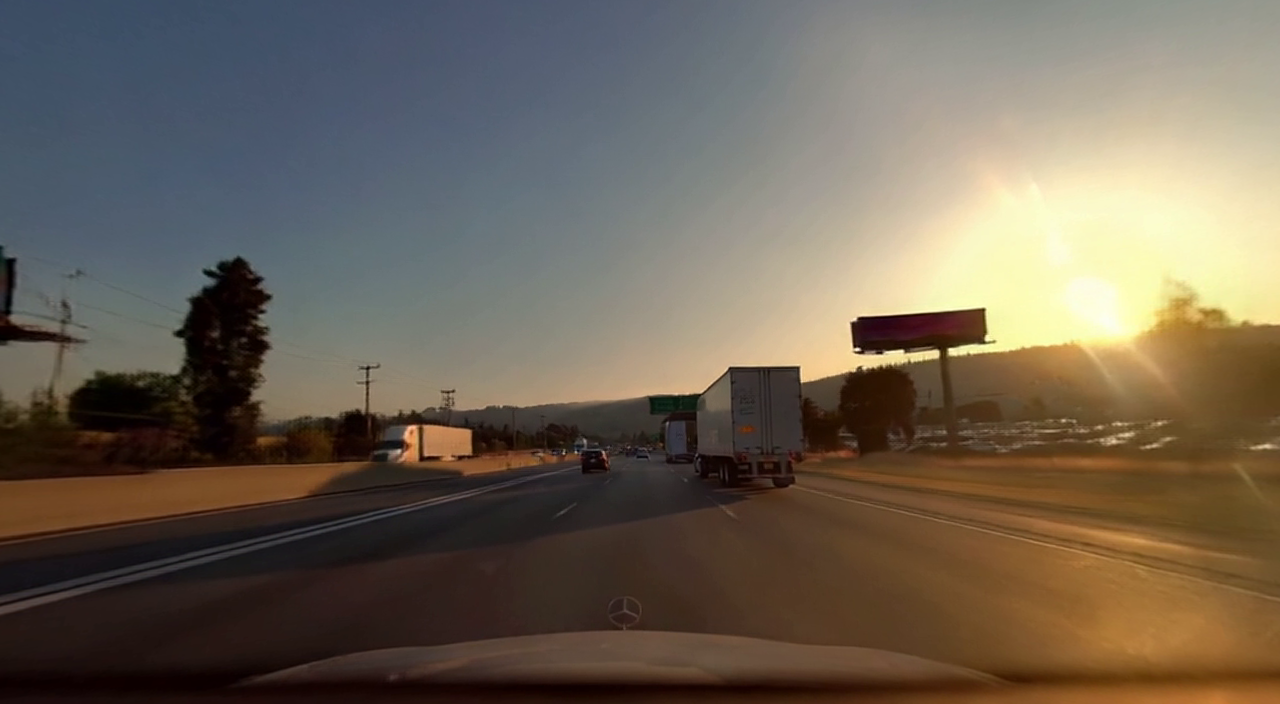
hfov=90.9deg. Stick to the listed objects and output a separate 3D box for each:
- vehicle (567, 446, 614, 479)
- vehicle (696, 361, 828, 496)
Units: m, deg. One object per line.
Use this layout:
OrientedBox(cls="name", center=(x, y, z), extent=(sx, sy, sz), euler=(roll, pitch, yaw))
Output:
OrientedBox(cls="vehicle", center=(-2.862, 6.494, 37.403), extent=(2.291, 1.788, 4.825), euler=(0, -9, 1))
OrientedBox(cls="vehicle", center=(4.473, 3.491, 27.072), extent=(2.826, 4.269, 14.176), euler=(0, -9, 0))
